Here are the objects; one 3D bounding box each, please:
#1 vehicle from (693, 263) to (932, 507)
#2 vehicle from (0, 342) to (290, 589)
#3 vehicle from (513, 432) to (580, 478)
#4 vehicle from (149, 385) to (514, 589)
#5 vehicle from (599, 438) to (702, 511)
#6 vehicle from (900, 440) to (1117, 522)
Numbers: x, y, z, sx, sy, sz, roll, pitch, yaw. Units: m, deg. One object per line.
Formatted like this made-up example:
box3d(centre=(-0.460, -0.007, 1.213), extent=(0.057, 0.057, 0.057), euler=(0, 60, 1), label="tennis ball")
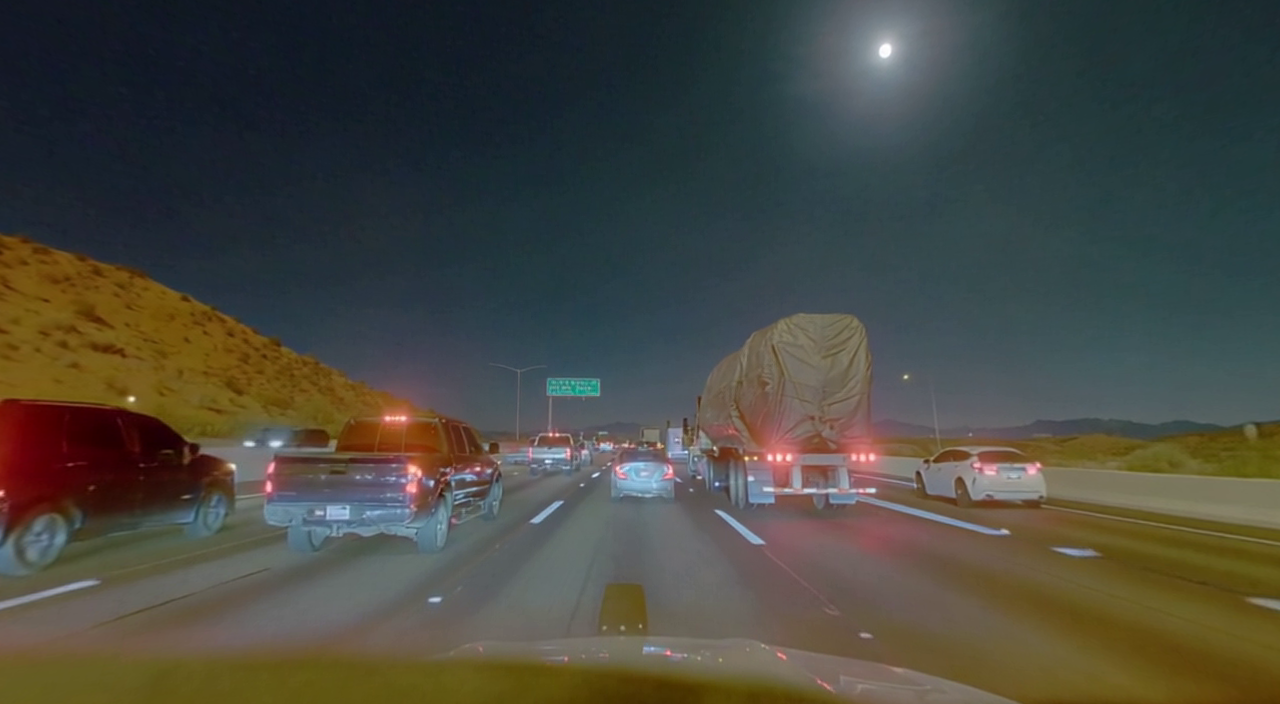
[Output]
box3d(centre=(3.293, 1.297, 15.944), extent=(2.759, 4.098, 10.906), euler=(0, -8, -1), label="vehicle")
box3d(centre=(-7.607, 1.248, 7.173), extent=(3.150, 2.303, 7.133), euler=(0, -8, 0), label="vehicle")
box3d(centre=(-3.973, 4.491, 27.791), extent=(2.348, 1.821, 5.061), euler=(0, -8, -2), label="vehicle")
box3d(centre=(-3.427, 1.647, 8.668), extent=(2.318, 1.902, 5.374), euler=(0, -8, 0), label="vehicle")
box3d(centre=(0.159, 2.797, 14.928), extent=(2.105, 1.471, 3.978), euler=(0, -8, -2), label="vehicle")
box3d(centre=(7.726, 2.705, 13.856), extent=(2.092, 1.495, 4.194), euler=(0, -8, -3), label="vehicle")
